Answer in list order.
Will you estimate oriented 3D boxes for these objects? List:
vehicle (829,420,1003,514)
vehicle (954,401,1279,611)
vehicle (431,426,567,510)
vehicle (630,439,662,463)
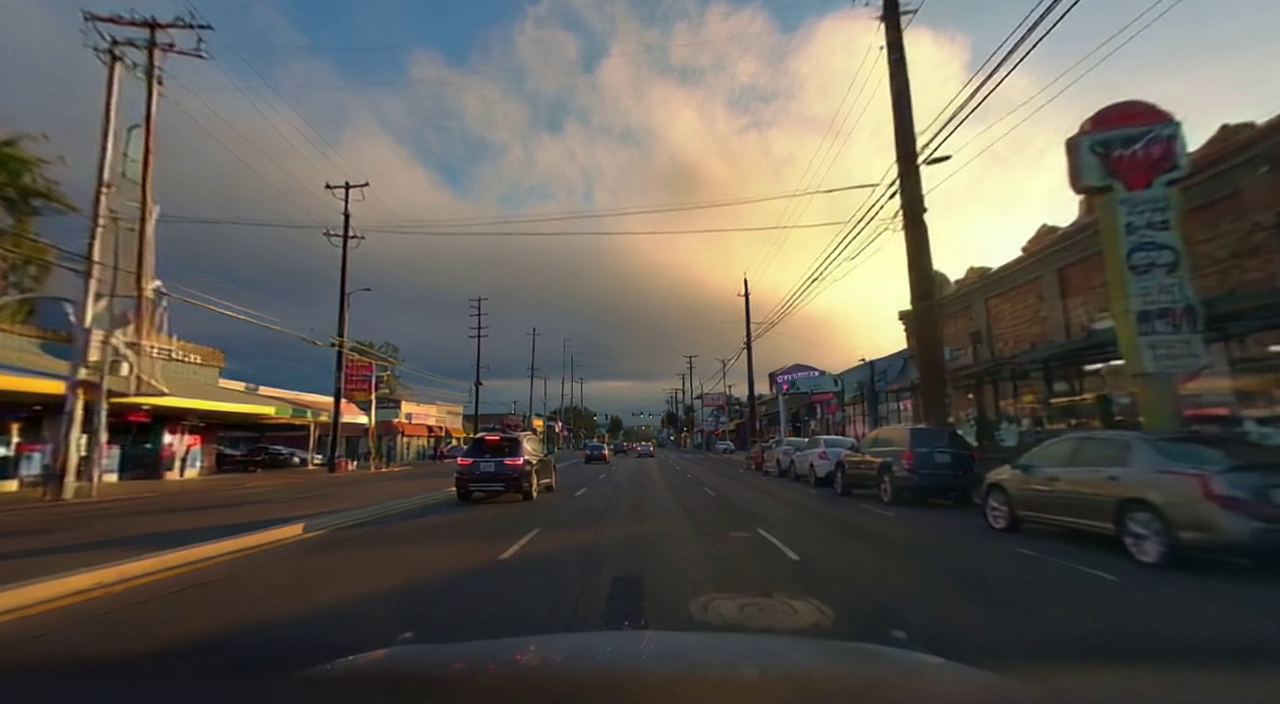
[{"bbox_3d":[6.397,2.720,15.395,2.128,1.900,4.724,0,-9,0],"label":"vehicle"},{"bbox_3d":[6.462,1.722,8.094,2.203,1.797,5.165,0,-9,0],"label":"vehicle"},{"bbox_3d":[-3.058,2.632,14.755,2.049,1.646,4.445,0,-9,1],"label":"vehicle"},{"bbox_3d":[0.381,6.662,42.575,2.037,1.484,4.073,0,-9,0],"label":"vehicle"}]
